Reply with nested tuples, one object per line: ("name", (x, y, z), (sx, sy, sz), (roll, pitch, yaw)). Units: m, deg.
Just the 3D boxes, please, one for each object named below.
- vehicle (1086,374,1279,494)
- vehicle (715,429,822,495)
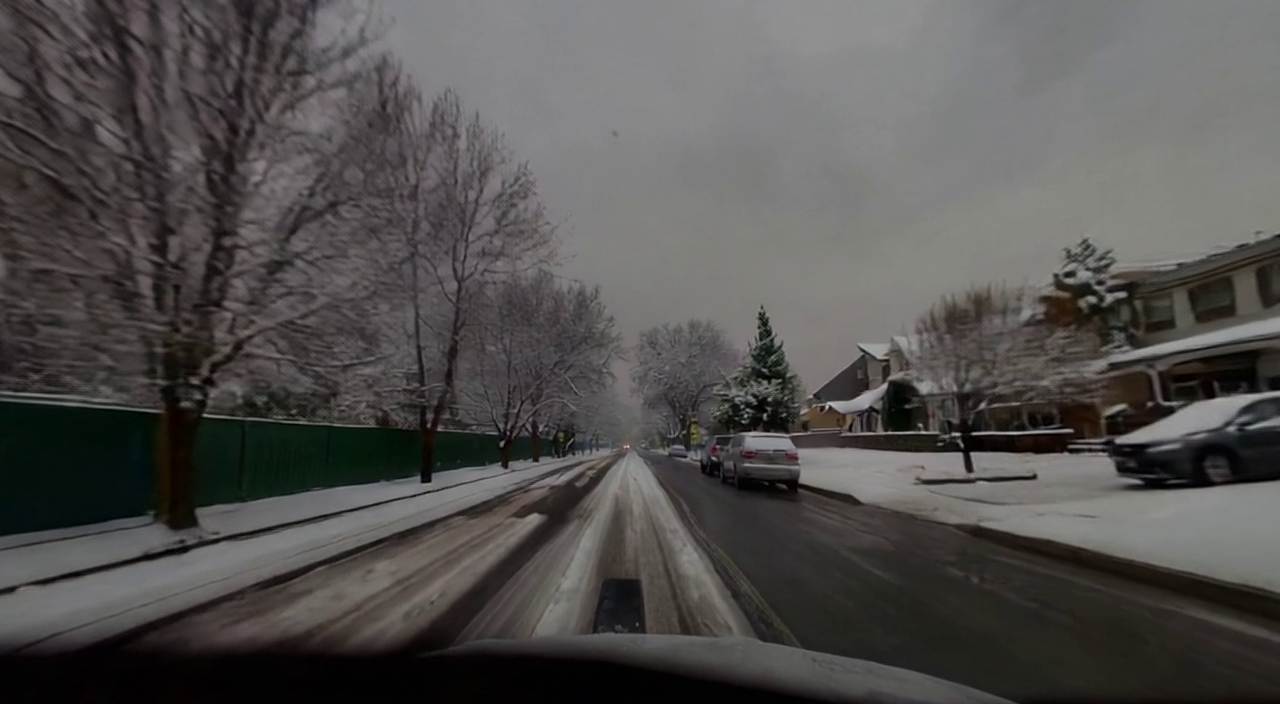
("vehicle", (10.915, 1.379, 10.663), (5.046, 1.800, 2.201), (0, -8, 0))
("vehicle", (3.582, 3.175, 18.659), (2.122, 1.673, 4.876), (0, -8, 0))
